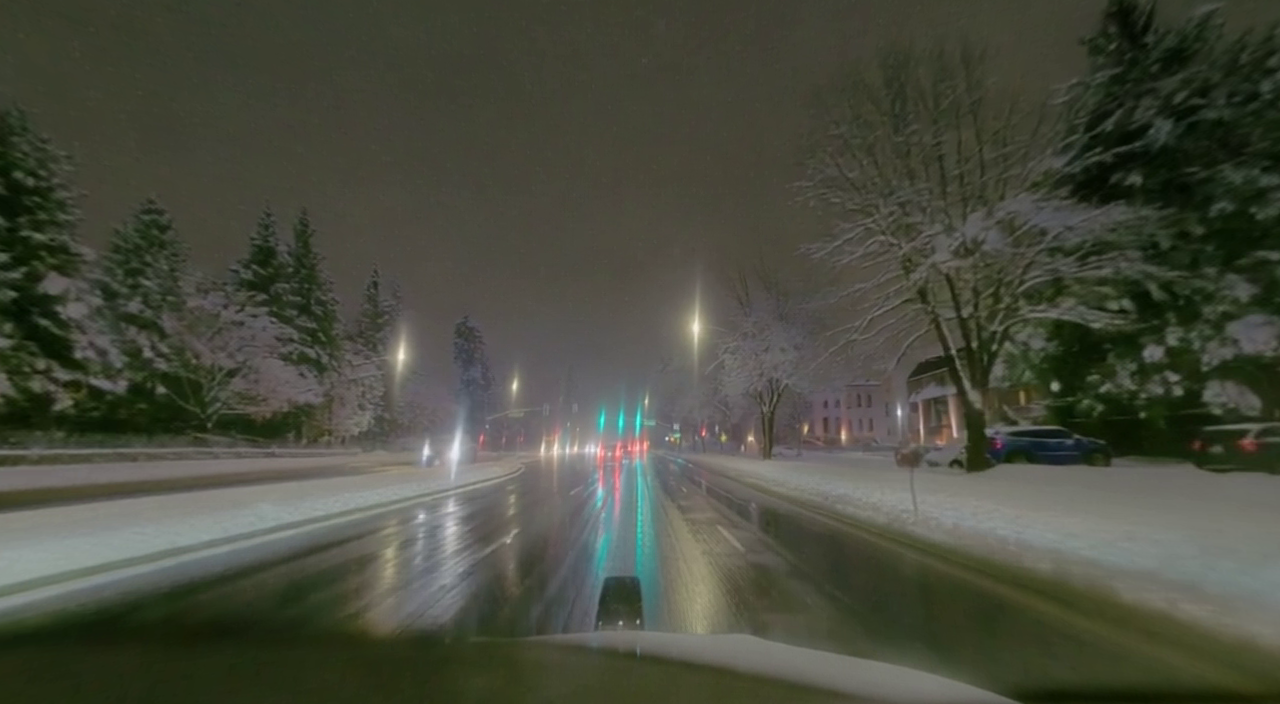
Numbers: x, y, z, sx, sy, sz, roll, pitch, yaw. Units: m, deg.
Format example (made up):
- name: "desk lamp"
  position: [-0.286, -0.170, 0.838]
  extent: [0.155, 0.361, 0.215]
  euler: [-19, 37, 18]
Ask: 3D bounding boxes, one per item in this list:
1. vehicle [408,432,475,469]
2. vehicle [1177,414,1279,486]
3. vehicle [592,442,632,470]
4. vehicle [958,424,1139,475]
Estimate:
- name: "vehicle"
  position: [-11.456, 5.750, 36.941]
  extent: [2.193, 1.977, 5.481]
  euler: [0, -8, 0]
- name: "vehicle"
  position: [16.779, 2.491, 16.101]
  extent: [4.564, 1.663, 2.033]
  euler: [1, -9, -8]
- name: "vehicle"
  position: [-1.565, 6.015, 36.891]
  extent: [2.011, 1.498, 4.914]
  euler: [0, -8, 1]
- name: "vehicle"
  position: [15.484, 3.701, 24.099]
  extent: [5.604, 1.833, 2.128]
  euler: [1, -9, -7]
